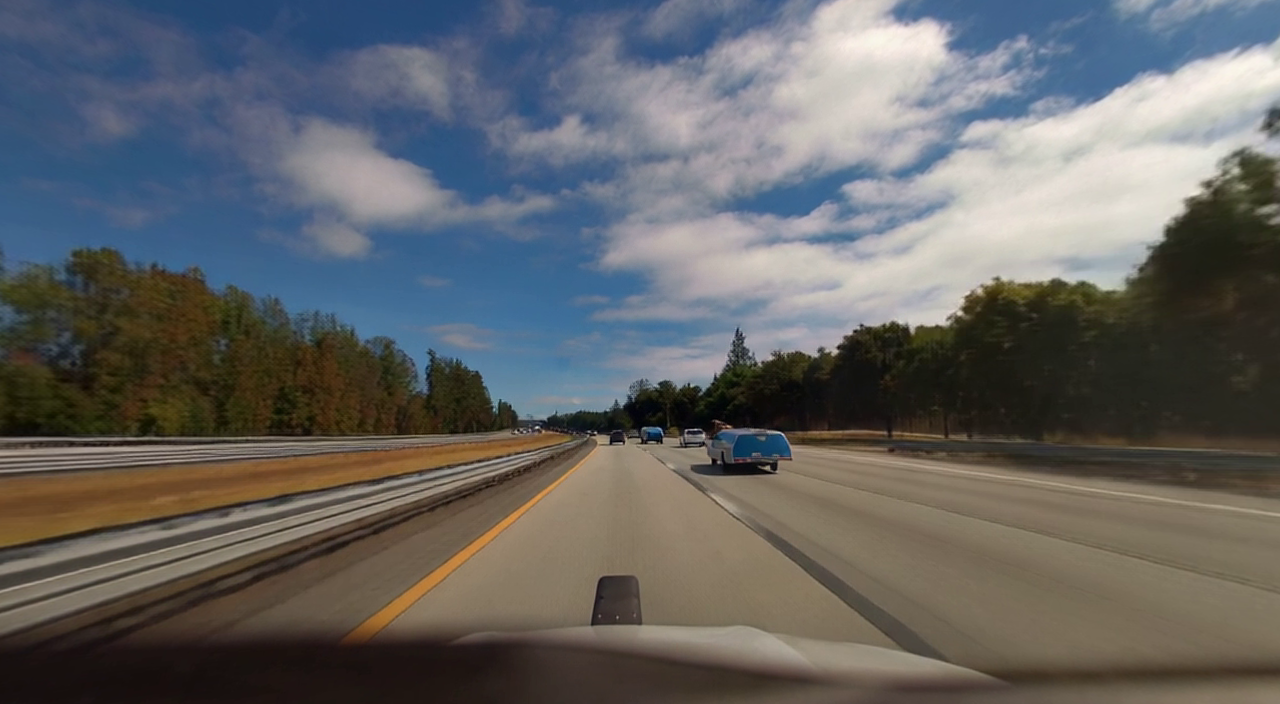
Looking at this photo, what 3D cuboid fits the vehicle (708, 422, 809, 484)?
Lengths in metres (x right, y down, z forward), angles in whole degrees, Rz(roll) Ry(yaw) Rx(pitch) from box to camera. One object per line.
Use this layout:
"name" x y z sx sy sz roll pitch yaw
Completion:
"vehicle" 3.246 2.861 18.144 2.002 1.569 3.845 0 -8 -3
